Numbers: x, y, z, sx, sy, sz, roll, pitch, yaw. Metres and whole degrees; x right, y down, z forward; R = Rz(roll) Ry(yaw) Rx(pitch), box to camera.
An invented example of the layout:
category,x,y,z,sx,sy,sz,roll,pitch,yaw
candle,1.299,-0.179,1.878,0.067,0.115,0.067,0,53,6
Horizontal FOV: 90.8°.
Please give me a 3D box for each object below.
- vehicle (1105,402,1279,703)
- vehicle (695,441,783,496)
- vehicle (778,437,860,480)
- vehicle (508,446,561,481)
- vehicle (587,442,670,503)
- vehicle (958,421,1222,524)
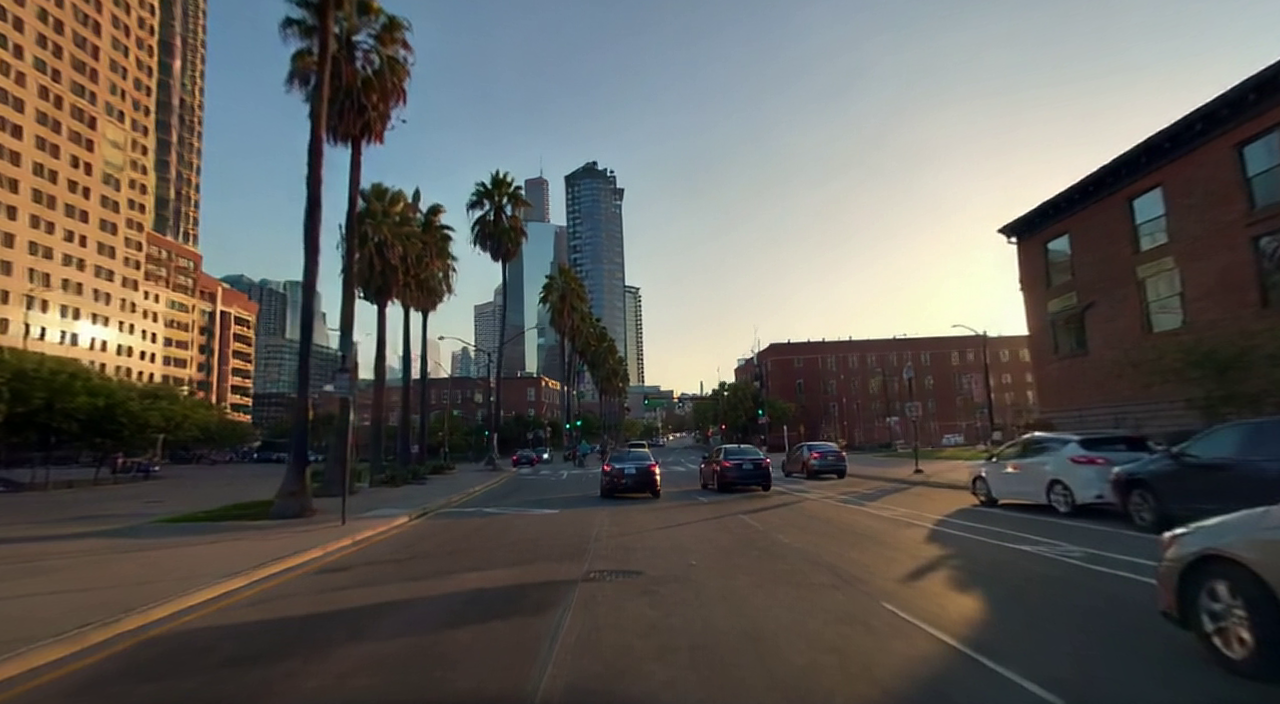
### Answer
category,x,y,z,sx,sy,sz,roll,pitch,yaw
vehicle,4.020,0.808,1.839,1.920,1.490,4.417,0,-9,0
vehicle,2.926,3.514,19.435,1.909,1.500,3.524,0,-9,-4
vehicle,7.530,4.526,27.069,2.000,1.685,4.487,0,-9,-3
vehicle,-4.819,5.158,29.505,1.977,1.501,4.435,0,-9,-3
vehicle,-0.351,3.275,17.569,2.048,1.503,3.681,0,-9,-2
vehicle,8.703,2.354,12.858,1.946,1.715,4.365,0,-9,-3
